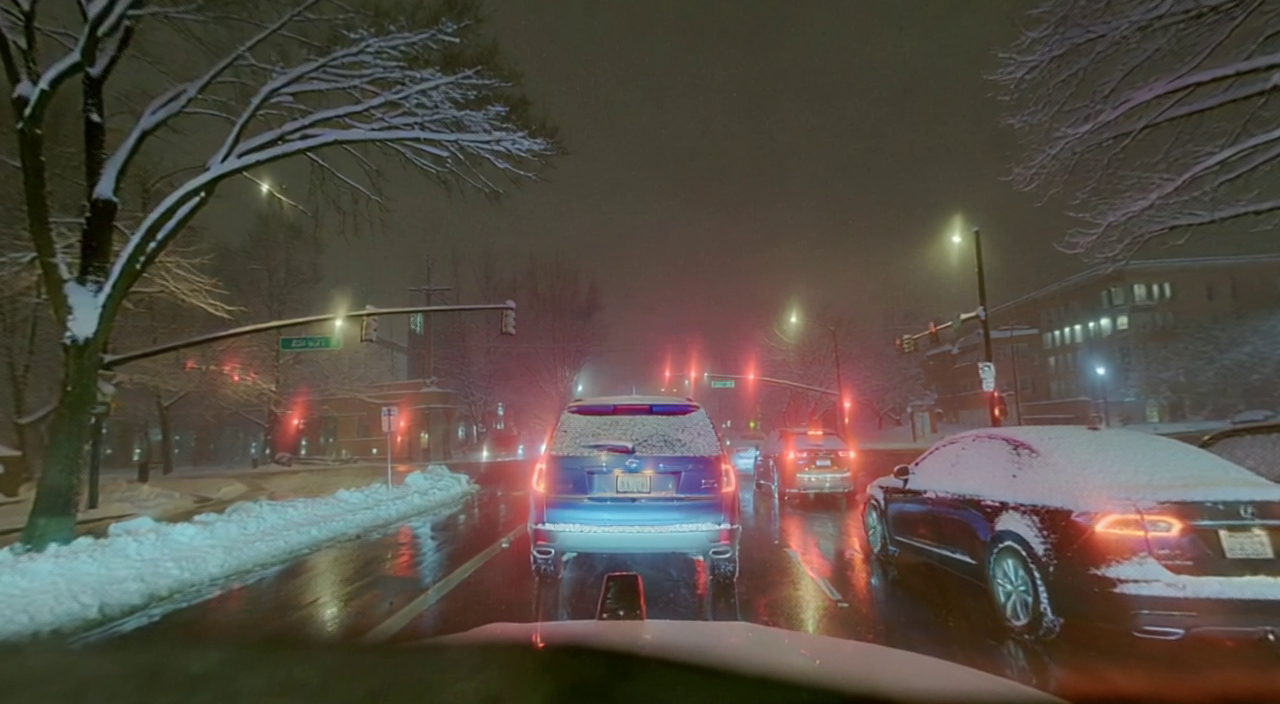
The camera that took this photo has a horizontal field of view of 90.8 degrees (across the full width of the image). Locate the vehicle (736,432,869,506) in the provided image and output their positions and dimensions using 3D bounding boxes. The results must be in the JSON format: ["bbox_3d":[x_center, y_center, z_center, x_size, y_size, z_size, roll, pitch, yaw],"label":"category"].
[{"bbox_3d":[3.639,2.704,15.049,1.940,1.474,4.234,0,-8,-1],"label":"vehicle"}]

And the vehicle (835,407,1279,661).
[{"bbox_3d":[3.638,1.407,6.066,1.995,1.483,4.533,0,-8,-1],"label":"vehicle"}]

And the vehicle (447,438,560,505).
[{"bbox_3d":[-3.310,2.982,16.207,1.913,1.464,4.276,0,-8,0],"label":"vehicle"}]

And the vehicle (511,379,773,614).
[{"bbox_3d":[-0.035,1.454,7.269,2.038,1.819,4.505,0,-8,-1],"label":"vehicle"}]
